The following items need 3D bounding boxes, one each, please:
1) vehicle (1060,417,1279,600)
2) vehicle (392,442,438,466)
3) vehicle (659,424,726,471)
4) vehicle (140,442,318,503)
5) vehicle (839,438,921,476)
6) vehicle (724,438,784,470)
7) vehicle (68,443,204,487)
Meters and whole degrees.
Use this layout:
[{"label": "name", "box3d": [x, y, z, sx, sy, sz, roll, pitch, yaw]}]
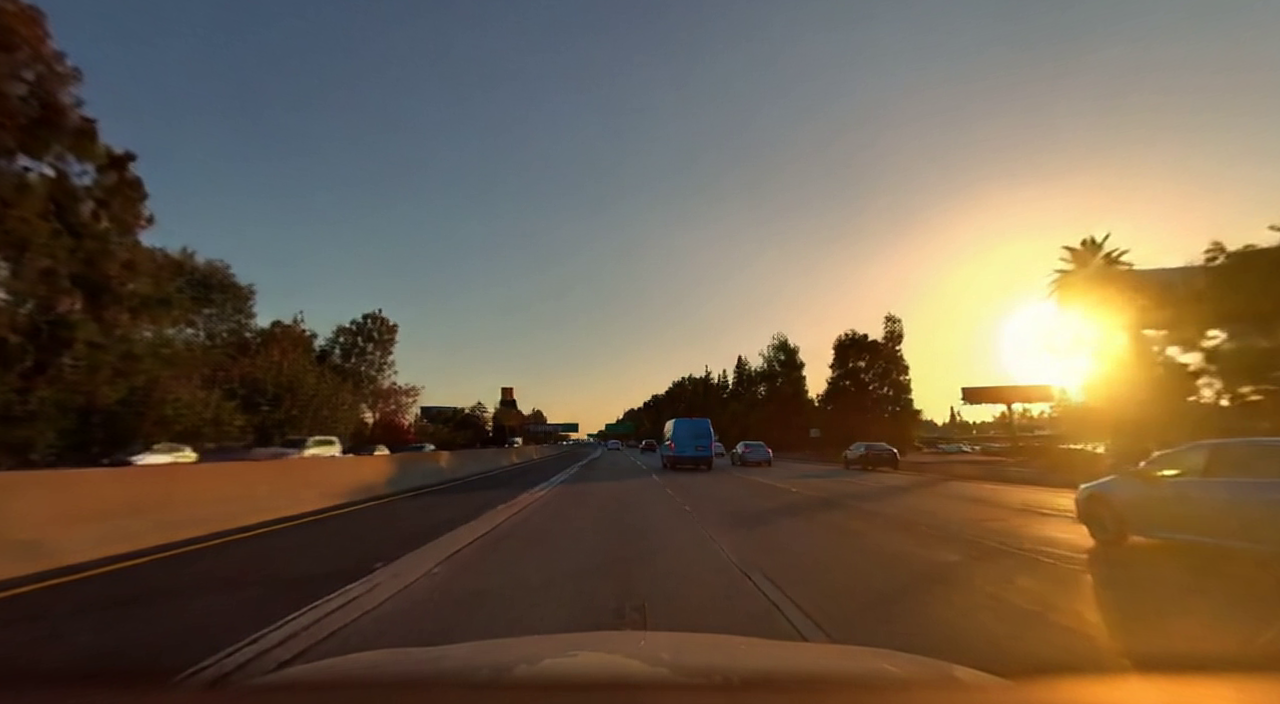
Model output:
[{"label": "vehicle", "box3d": [6.363, 1.331, 5.370, 2.003, 1.517, 4.936, 0, -8, -2]}, {"label": "vehicle", "box3d": [-15.807, 7.187, 44.306, 1.870, 1.513, 3.866, -2, -8, -1]}, {"label": "vehicle", "box3d": [2.410, 4.634, 30.512, 2.546, 2.087, 5.404, 0, -8, -3]}, {"label": "vehicle", "box3d": [-11.059, 3.239, 17.397, 2.060, 1.452, 4.444, 0, -8, -2]}, {"label": "vehicle", "box3d": [10.054, 4.403, 26.570, 1.874, 1.496, 3.586, 0, -8, -3]}, {"label": "vehicle", "box3d": [5.679, 5.115, 31.743, 2.099, 1.510, 3.784, 0, -8, -3]}, {"label": "vehicle", "box3d": [-23.130, 5.158, 29.173, 2.372, 1.803, 4.973, -1, -8, -3]}]
